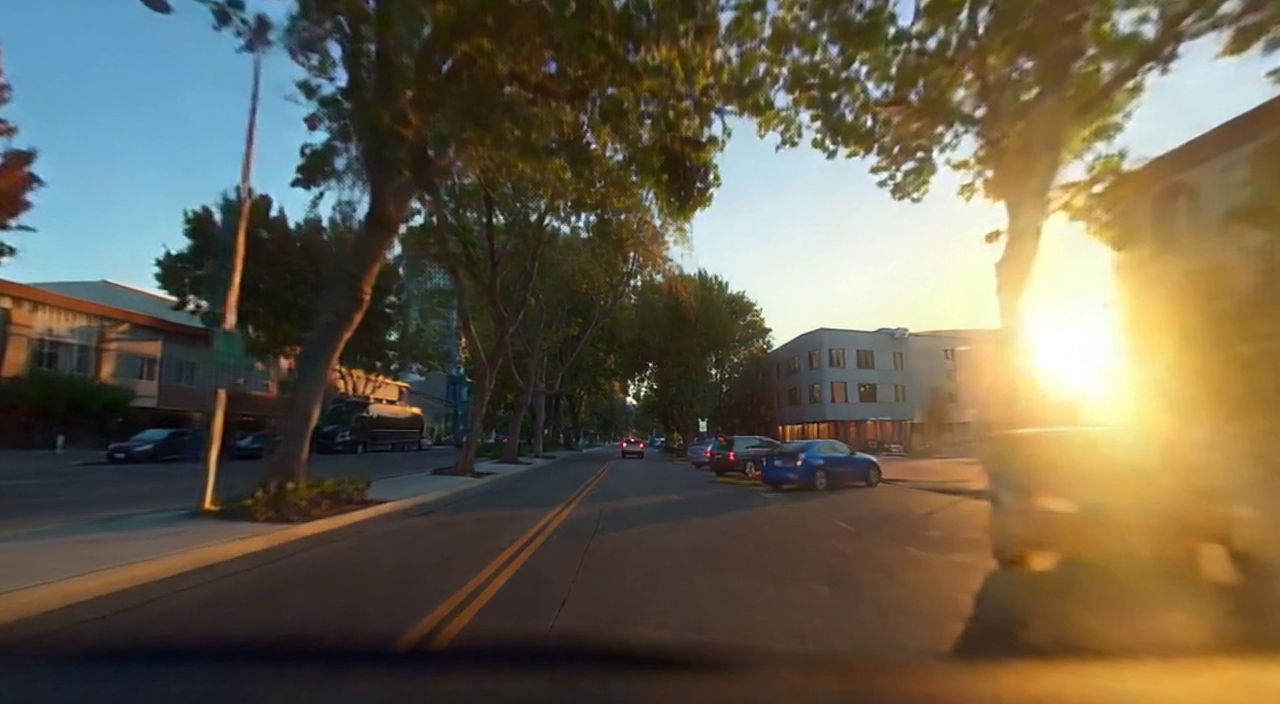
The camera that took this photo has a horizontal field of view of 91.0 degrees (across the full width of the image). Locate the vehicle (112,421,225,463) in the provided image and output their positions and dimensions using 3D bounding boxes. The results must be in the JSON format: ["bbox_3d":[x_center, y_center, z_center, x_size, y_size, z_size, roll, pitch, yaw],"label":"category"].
[{"bbox_3d":[-19.063,3.667,25.648,1.792,1.554,3.682,0,-8,-2],"label":"vehicle"}]

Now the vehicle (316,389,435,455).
[{"bbox_3d":[-19.113,5.417,47.074,3.054,4.140,14.110,-1,-8,-1],"label":"vehicle"}]

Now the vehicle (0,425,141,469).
[{"bbox_3d":[-19.043,2.908,19.318,2.389,1.206,6.247,-1,-8,1],"label":"vehicle"}]

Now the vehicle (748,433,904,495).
[{"bbox_3d":[5.039,2.912,16.839,4.275,1.428,1.774,6,-10,-37],"label":"vehicle"}]

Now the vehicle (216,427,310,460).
[{"bbox_3d":[-18.798,4.583,31.646,1.909,1.518,4.459,-1,-8,0],"label":"vehicle"}]

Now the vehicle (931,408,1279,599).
[{"bbox_3d":[5.144,1.448,6.858,3.765,1.497,1.831,5,-10,-35],"label":"vehicle"}]
